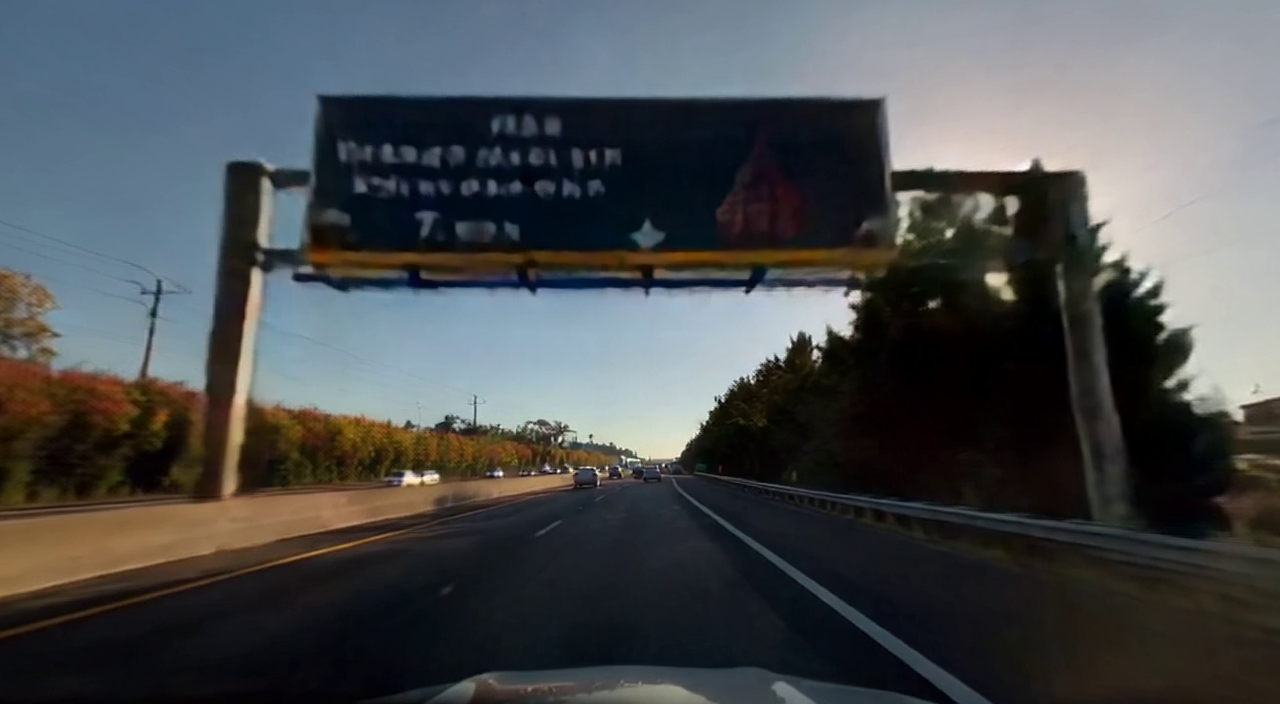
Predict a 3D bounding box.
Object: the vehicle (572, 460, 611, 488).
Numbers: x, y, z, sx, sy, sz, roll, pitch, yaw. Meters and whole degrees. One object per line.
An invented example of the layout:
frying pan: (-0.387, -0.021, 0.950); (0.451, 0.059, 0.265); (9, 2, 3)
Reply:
vehicle: (-3.258, 8.330, 43.119); (2.160, 1.721, 4.368); (0, -10, 3)
